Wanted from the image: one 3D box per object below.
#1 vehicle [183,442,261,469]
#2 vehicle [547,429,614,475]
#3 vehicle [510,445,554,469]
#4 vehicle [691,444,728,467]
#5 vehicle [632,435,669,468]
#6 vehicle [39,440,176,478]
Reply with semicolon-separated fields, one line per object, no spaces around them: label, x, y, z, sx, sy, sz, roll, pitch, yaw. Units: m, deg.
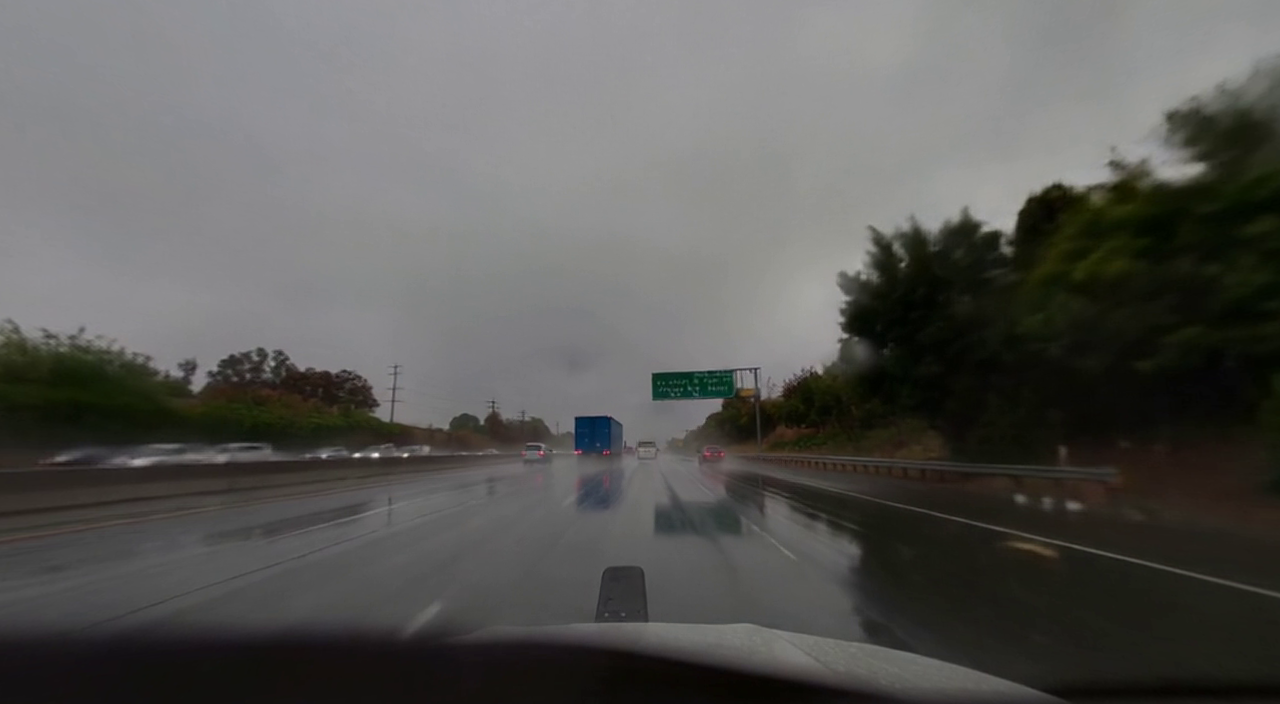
vehicle;-28.638;7.100;43.429;1.945;1.742;4.887;0;-8;0
vehicle;-3.429;6.439;41.208;2.854;2.379;16.653;0;-8;0
vehicle;-7.035;6.871;41.567;1.965;1.437;4.592;-1;-8;2
vehicle;4.780;7.156;43.854;1.993;1.474;4.230;0;-8;-1
vehicle;0.694;6.717;42.764;2.309;2.023;5.130;0;-8;0
vehicle;-25.030;5.028;29.947;2.003;1.641;5.102;0;-8;1
